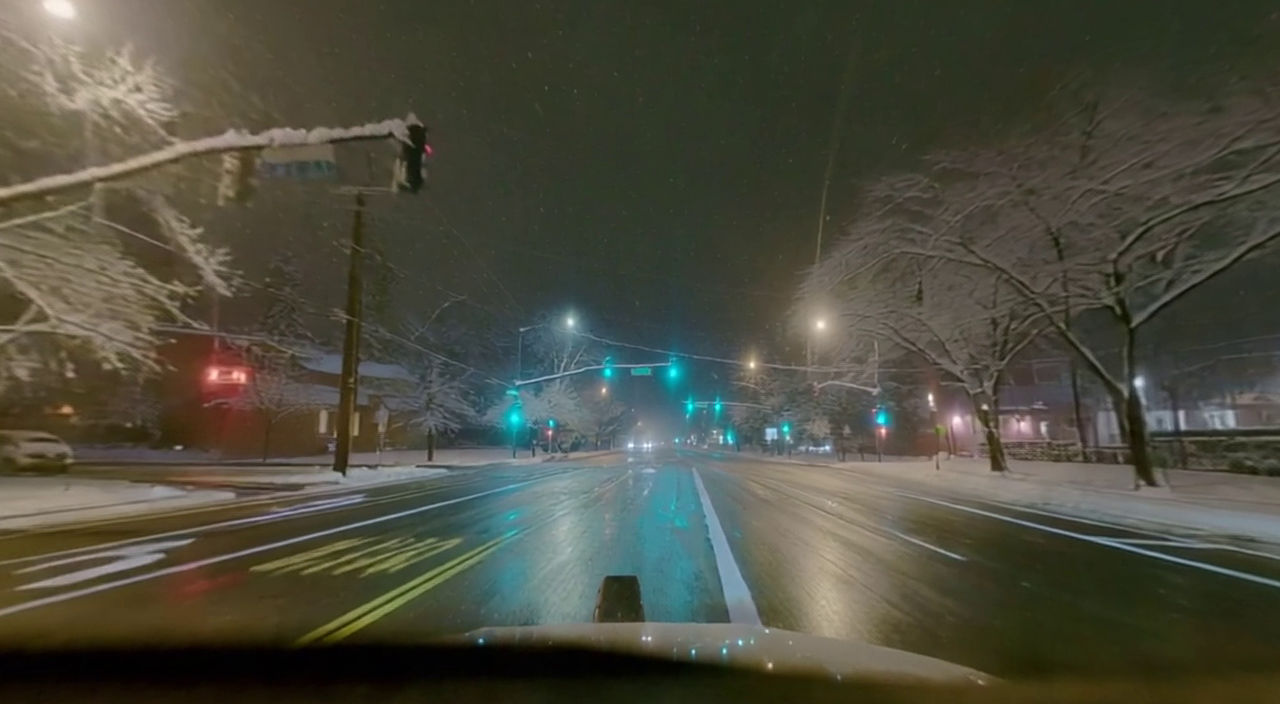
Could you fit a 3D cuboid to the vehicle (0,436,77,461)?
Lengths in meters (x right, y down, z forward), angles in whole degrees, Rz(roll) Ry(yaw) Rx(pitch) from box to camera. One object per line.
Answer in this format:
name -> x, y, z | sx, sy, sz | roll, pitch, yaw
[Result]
vehicle -> -40.864, 6.465, 42.429 | 4.347, 1.588, 1.816 | 8, -12, -43
